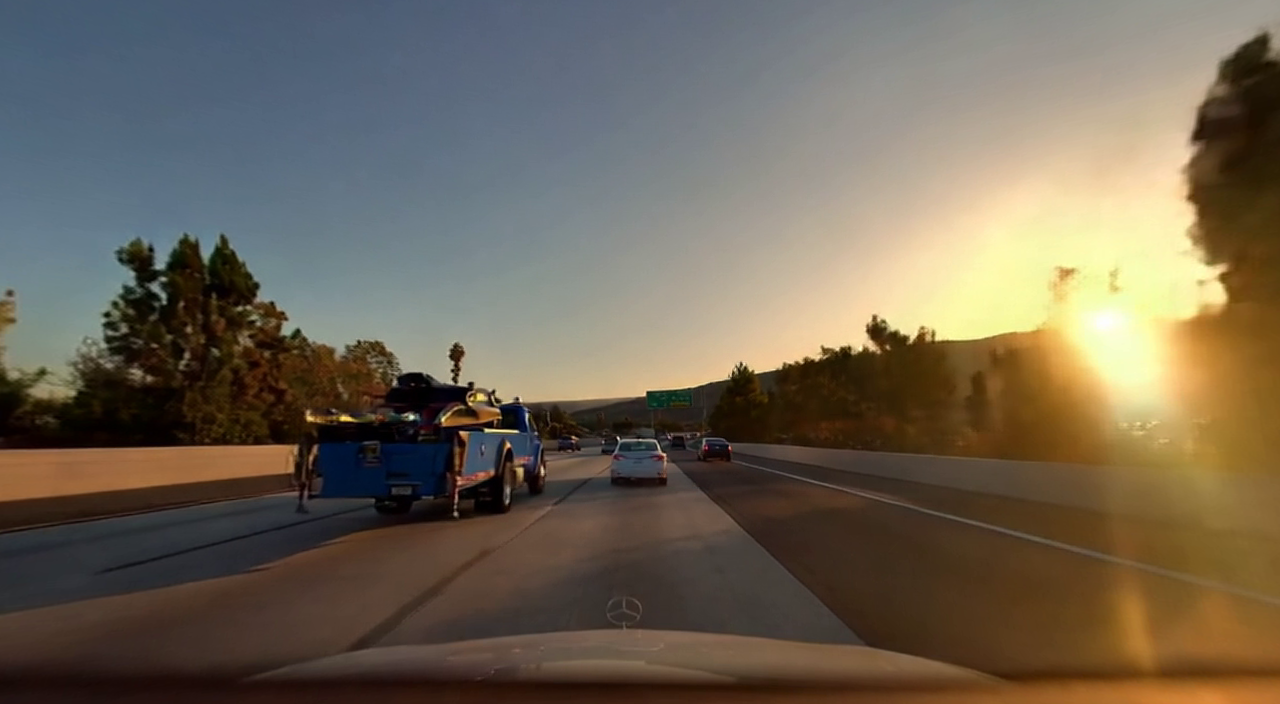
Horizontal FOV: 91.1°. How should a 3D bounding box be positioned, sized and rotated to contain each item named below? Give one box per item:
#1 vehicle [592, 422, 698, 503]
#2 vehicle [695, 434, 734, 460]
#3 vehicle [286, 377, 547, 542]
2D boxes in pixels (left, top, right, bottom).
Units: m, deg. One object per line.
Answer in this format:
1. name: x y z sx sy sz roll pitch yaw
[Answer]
1. vehicle: 0.119 2.605 15.207 2.165 1.653 4.456 0 -8 0
2. vehicle: 4.945 6.359 42.251 2.079 1.656 4.506 0 -8 0
3. vehicle: -3.344 1.806 11.087 2.526 2.146 5.594 0 -8 0
